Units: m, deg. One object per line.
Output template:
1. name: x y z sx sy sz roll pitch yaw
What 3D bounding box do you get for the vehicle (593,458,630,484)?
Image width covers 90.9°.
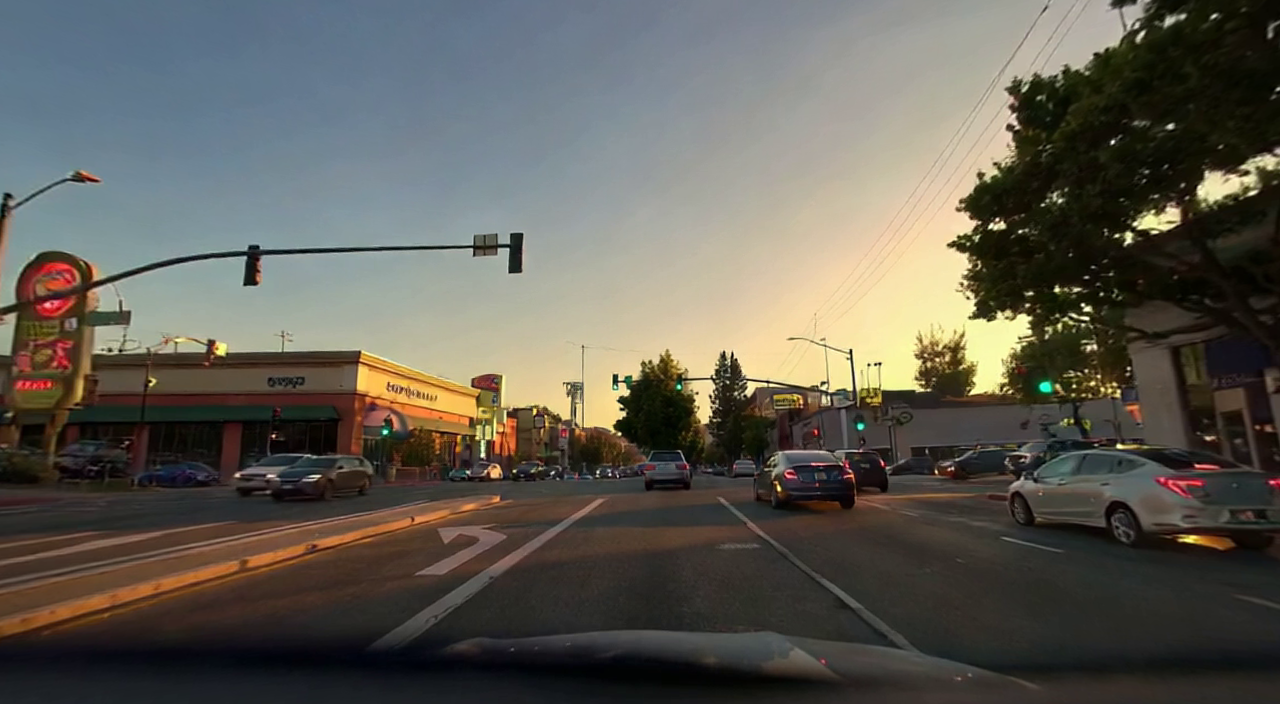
1. vehicle: -2.011 8.675 46.226 2.041 1.494 4.647 -3 -6 5

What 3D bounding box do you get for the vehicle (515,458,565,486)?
1. vehicle: -6.253 7.539 39.917 1.993 1.491 4.673 -1 -8 5

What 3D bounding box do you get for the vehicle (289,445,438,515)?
1. vehicle: -7.560 3.489 17.841 1.995 1.718 4.442 0 -8 3

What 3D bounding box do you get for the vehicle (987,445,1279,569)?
1. vehicle: 7.668 2.200 9.921 1.911 1.466 4.572 0 -8 2

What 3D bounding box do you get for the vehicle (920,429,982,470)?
1. vehicle: 20.193 6.298 40.838 2.521 2.491 5.455 -8 -11 35

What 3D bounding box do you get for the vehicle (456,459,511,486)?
1. vehicle: -9.865 7.627 40.163 1.938 1.506 4.771 -1 -8 5

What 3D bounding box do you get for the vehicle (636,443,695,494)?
1. vehicle: 1.110 4.678 25.759 2.210 1.861 4.280 -1 -8 4

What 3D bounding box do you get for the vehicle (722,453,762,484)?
1. vehicle: 6.272 7.174 39.061 2.036 1.719 4.318 -1 -8 4

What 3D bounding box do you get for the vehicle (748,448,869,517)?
1. vehicle: 4.120 3.233 16.279 1.963 1.484 4.609 0 -8 1

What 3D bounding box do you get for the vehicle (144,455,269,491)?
1. vehicle: -19.355 5.363 28.249 4.404 1.462 2.075 -2 -8 12
